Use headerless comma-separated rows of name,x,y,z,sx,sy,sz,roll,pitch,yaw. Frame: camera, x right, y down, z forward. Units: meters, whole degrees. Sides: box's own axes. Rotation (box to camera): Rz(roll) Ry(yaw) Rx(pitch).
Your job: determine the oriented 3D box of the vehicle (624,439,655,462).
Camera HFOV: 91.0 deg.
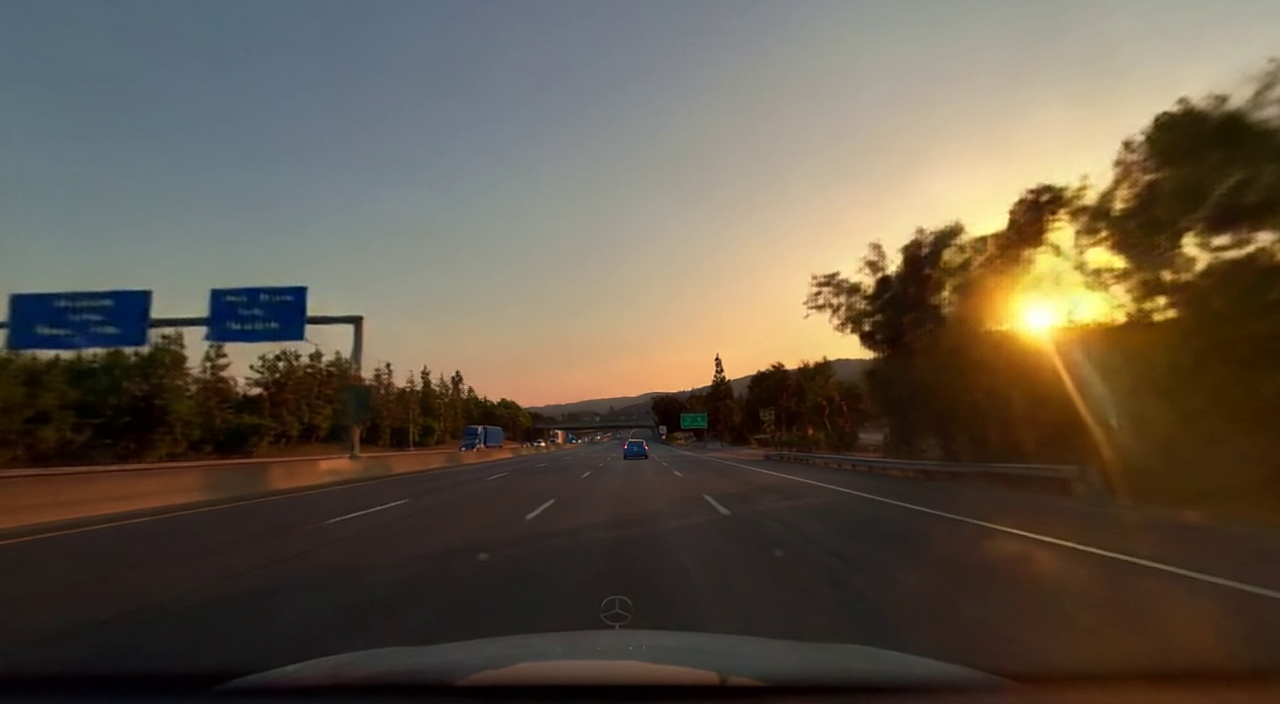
vehicle,-0.057,6.717,43.029,2.028,1.440,3.690,0,-8,-1
